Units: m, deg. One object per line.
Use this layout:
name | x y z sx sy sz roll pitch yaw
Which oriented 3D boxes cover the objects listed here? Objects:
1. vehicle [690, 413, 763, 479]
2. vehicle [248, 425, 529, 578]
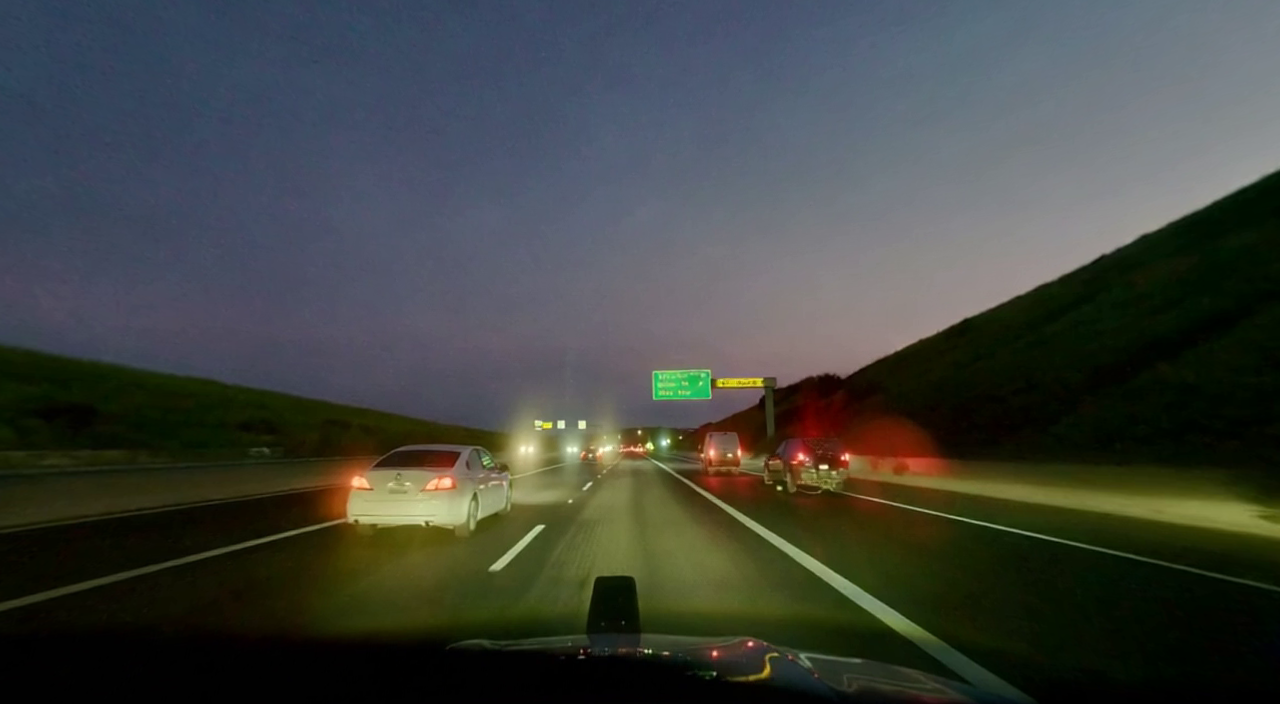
vehicle | 3.701 4.221 28.292 2.361 2.636 5.684 0 -9 -1
vehicle | -2.958 1.888 8.794 1.939 1.513 4.773 0 -9 0
